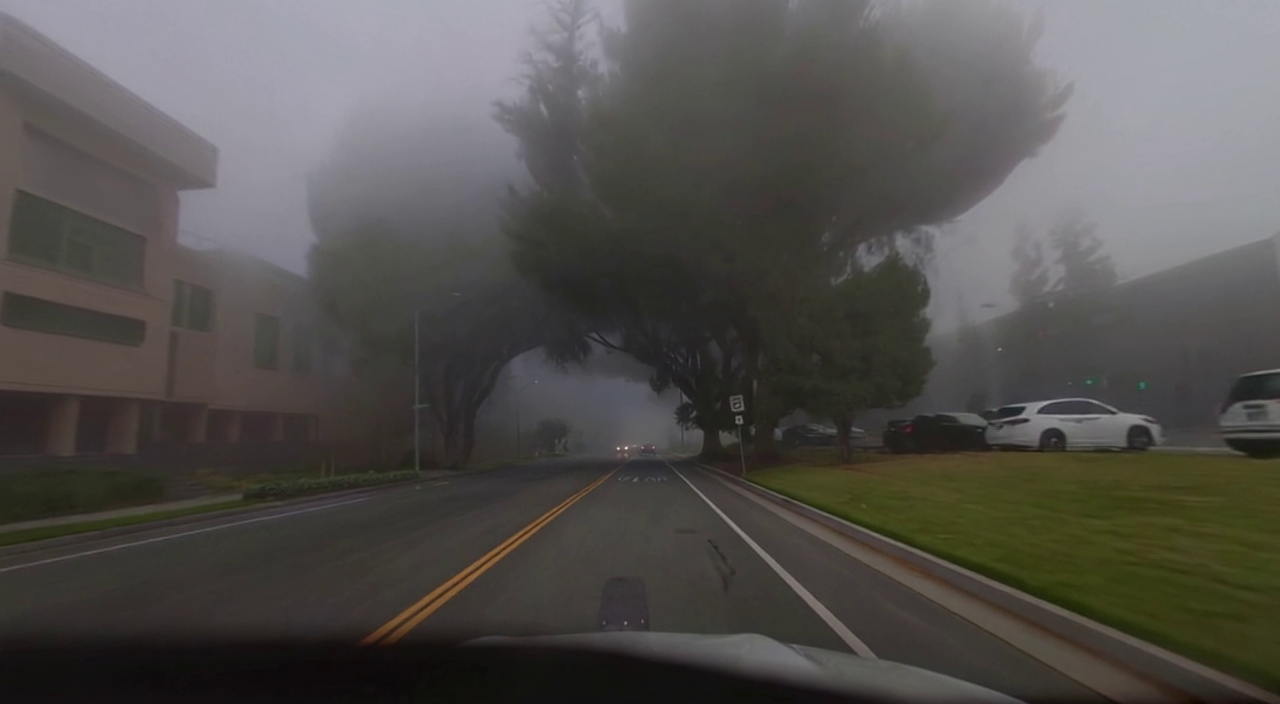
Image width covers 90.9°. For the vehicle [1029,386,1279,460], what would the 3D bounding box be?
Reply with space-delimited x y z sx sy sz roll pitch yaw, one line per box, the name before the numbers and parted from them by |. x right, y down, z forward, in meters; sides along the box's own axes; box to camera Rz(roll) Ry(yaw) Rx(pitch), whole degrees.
vehicle | 12.374 1.766 15.458 4.284 1.663 2.031 0 -8 1
